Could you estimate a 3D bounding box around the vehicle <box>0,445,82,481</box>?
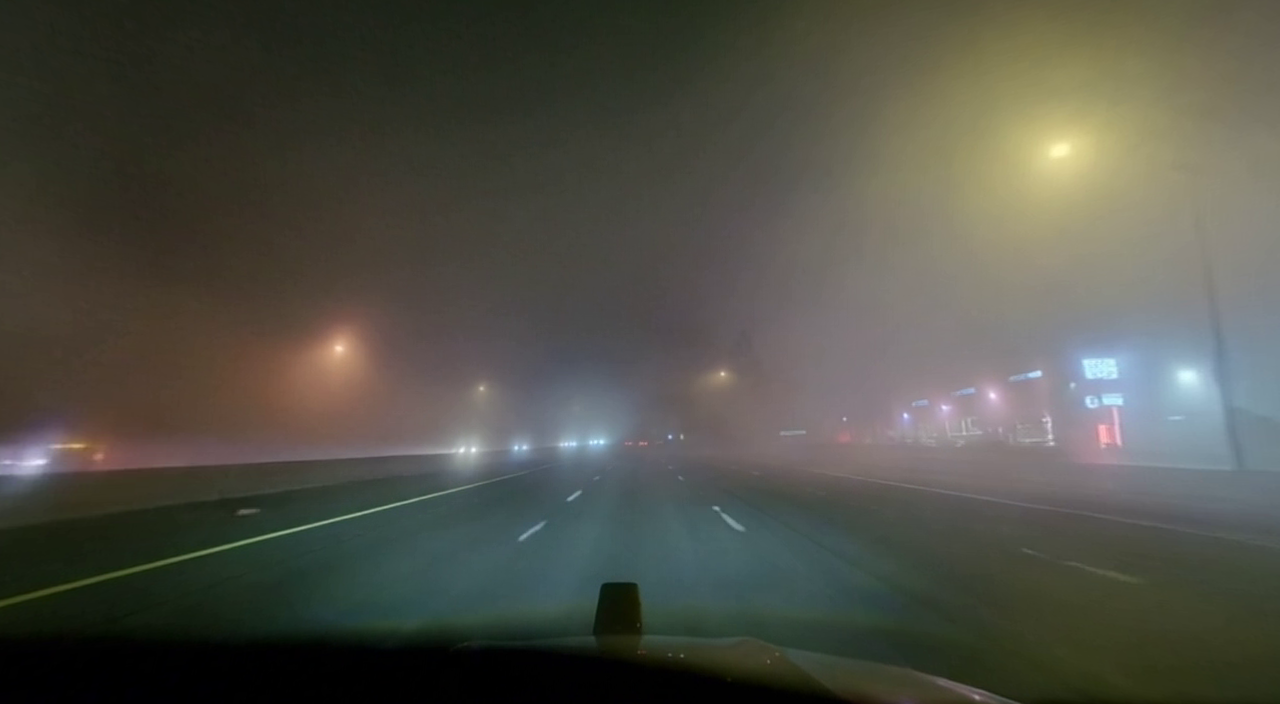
[{"bbox_3d":[-32.967,5.839,33.433,2.051,1.778,4.839,0,-9,2],"label":"vehicle"}]
